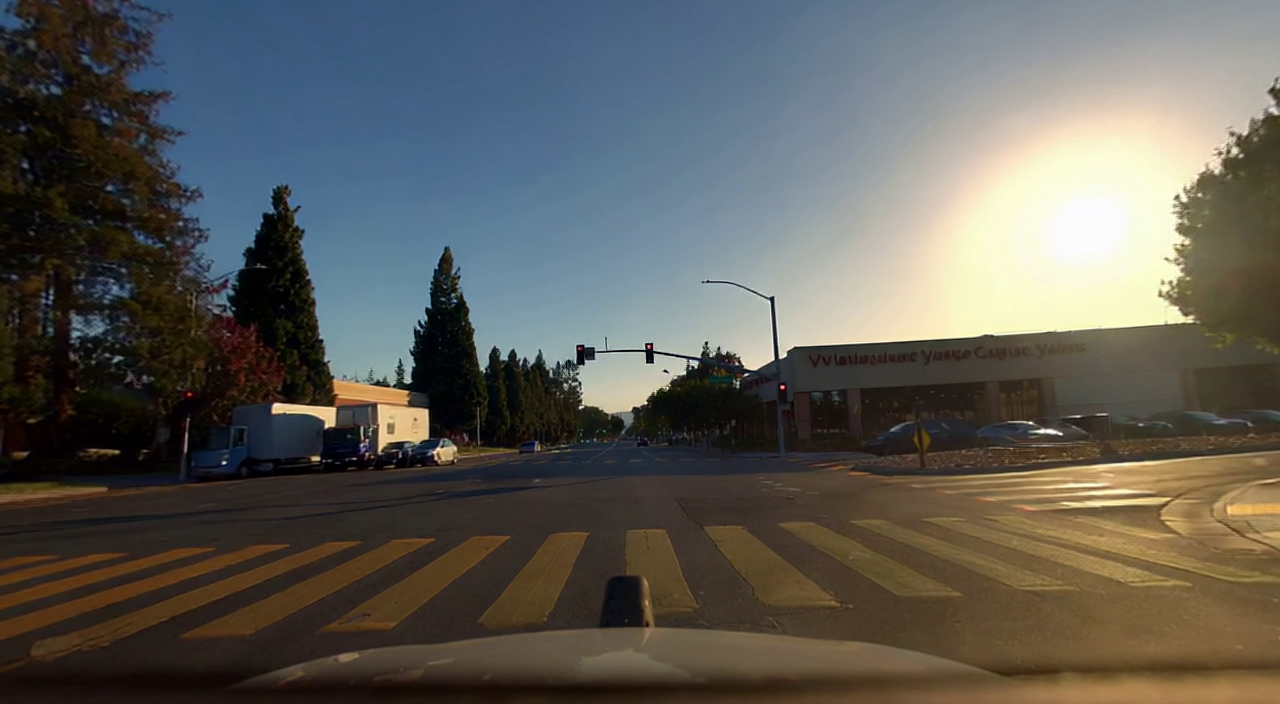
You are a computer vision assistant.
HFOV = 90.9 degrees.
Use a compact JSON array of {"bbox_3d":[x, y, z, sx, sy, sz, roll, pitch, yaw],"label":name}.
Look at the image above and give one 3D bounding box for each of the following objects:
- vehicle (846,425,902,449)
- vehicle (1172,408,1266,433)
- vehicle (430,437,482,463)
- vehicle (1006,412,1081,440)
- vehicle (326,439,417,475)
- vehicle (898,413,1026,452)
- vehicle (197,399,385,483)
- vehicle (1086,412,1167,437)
[{"bbox_3d":[17.178,6.260,46.335,3.329,1.415,1.821,-6,-9,2],"label":"vehicle"},{"bbox_3d":[38.394,4.611,41.952,1.715,1.480,4.701,0,-8,-1],"label":"vehicle"},{"bbox_3d":[-12.373,6.633,42.655,2.181,1.653,4.468,0,-8,0],"label":"vehicle"},{"bbox_3d":[26.310,4.880,41.286,2.011,1.656,4.163,0,-8,-3],"label":"vehicle"},{"bbox_3d":[-12.034,4.715,28.640,1.996,1.482,4.772,0,-8,0],"label":"vehicle"},{"bbox_3d":[14.186,3.593,27.943,4.566,1.670,2.000,0,-8,-2],"label":"vehicle"},{"bbox_3d":[-16.573,4.463,31.452,3.161,3.455,11.058,0,-8,-1],"label":"vehicle"},{"bbox_3d":[31.382,4.726,40.772,1.823,1.480,4.003,0,-8,-4],"label":"vehicle"}]
